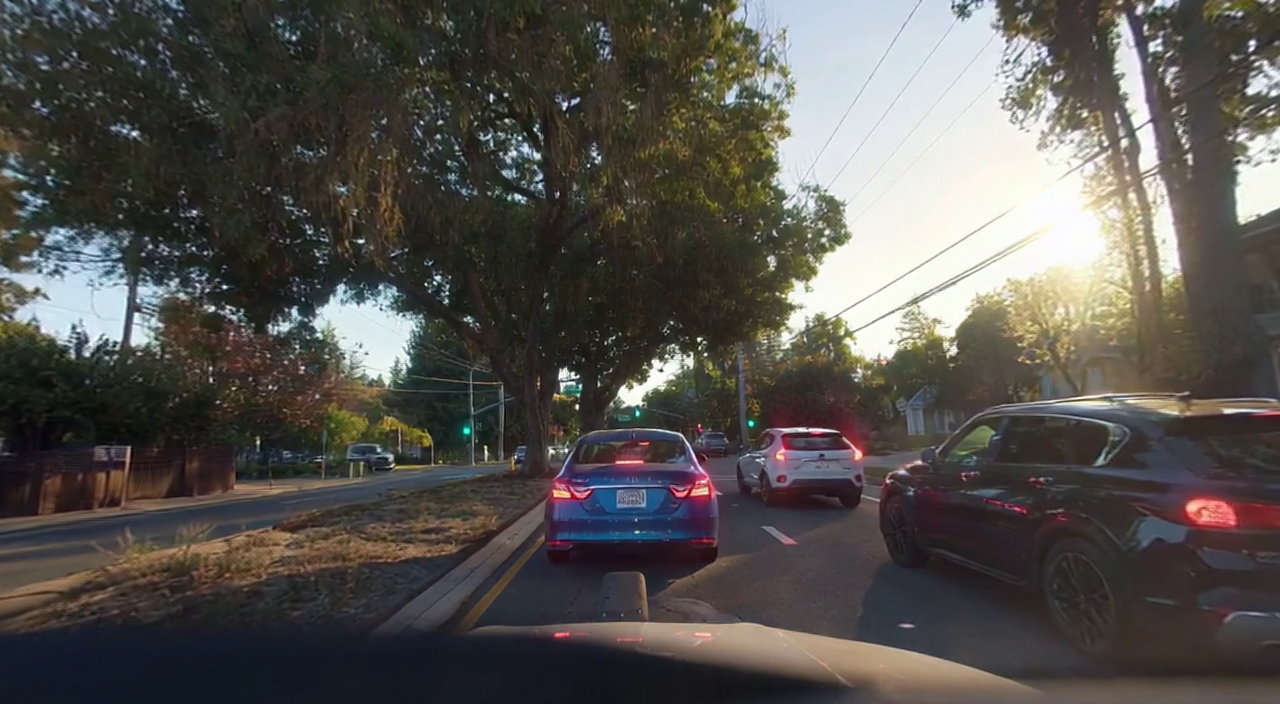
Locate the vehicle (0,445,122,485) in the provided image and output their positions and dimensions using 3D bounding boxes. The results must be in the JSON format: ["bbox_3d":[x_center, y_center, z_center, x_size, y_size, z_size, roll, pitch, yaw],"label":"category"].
[{"bbox_3d":[-22.536,4.279,24.085,4.092,1.438,1.639,0,-8,1],"label":"vehicle"}]

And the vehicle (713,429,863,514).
[{"bbox_3d":[2.947,2.496,13.745,1.971,1.517,4.521,0,-8,-3],"label":"vehicle"}]

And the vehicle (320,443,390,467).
[{"bbox_3d":[-19.917,7.181,44.196,3.957,1.630,1.881,0,-8,0],"label":"vehicle"}]

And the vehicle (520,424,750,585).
[{"bbox_3d":[-0.101,1.762,8.158,2.186,1.500,4.141,0,-8,-1],"label":"vehicle"}]

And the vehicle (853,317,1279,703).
[{"bbox_3d":[3.356,1.041,4.650,2.006,1.766,4.345,0,-8,0],"label":"vehicle"}]
